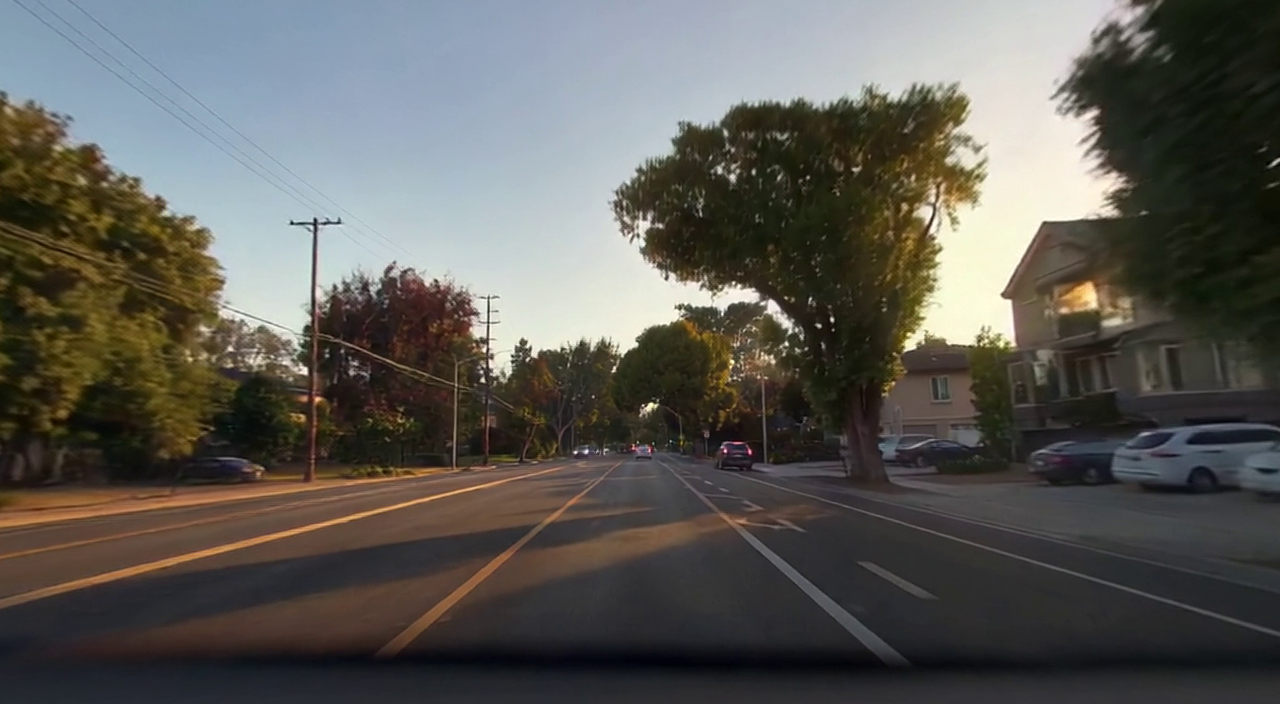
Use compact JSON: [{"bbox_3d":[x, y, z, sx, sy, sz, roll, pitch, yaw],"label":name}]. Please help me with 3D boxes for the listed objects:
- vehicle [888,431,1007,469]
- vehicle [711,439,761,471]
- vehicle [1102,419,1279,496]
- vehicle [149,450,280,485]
[{"bbox_3d":[14.068,4.509,28.926,4.399,1.663,1.970,0,-8,1],"label":"vehicle"},{"bbox_3d":[5.625,6.121,37.486,2.114,1.799,4.960,0,-9,-1],"label":"vehicle"},{"bbox_3d":[13.985,2.495,15.045,4.319,1.677,1.985,1,-9,-6],"label":"vehicle"},{"bbox_3d":[-19.063,5.190,28.241,4.500,1.482,1.916,0,-9,1],"label":"vehicle"}]
